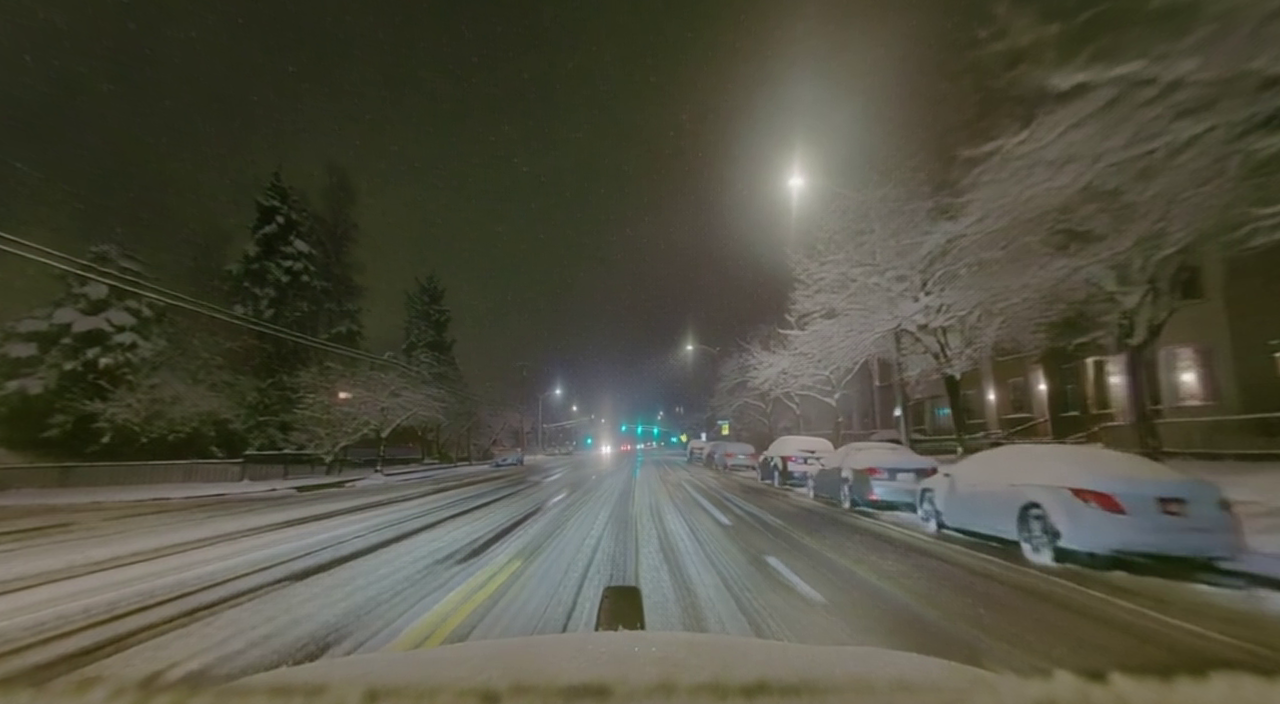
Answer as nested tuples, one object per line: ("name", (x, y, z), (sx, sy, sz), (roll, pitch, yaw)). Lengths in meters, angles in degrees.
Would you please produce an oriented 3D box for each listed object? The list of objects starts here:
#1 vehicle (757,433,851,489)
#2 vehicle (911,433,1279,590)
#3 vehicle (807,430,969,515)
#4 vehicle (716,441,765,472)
("vehicle", (5.385, 3.625, 21.329), (1.990, 1.694, 4.179), (0, -8, -1))
("vehicle", (5.381, 1.809, 8.103), (1.901, 1.443, 4.319), (0, -8, 0))
("vehicle", (5.449, 2.733, 14.601), (1.974, 1.548, 4.160), (-3, -9, 0))
("vehicle", (5.325, 5.571, 33.903), (1.837, 1.532, 3.886), (0, -8, -2))
